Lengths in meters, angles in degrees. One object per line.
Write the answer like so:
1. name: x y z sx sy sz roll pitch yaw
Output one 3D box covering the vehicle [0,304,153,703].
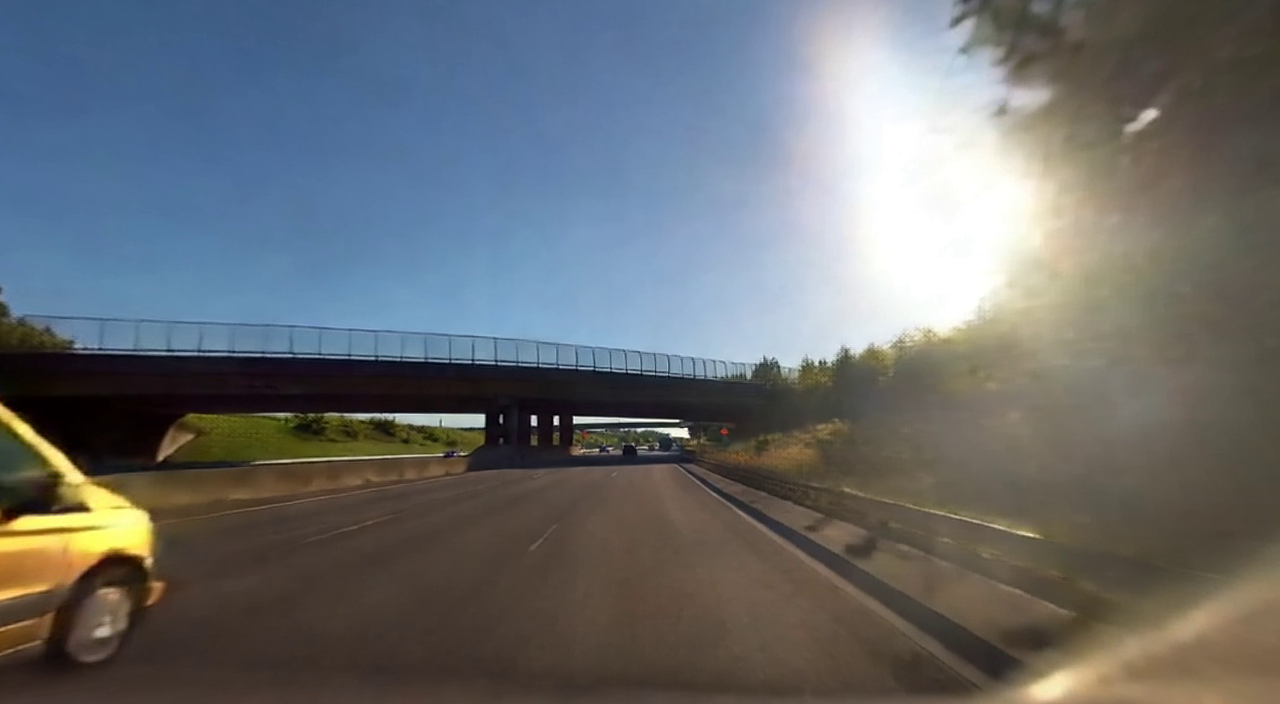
1. vehicle: -4.000 0.488 1.127 2.167 1.929 5.037 0 -9 0
